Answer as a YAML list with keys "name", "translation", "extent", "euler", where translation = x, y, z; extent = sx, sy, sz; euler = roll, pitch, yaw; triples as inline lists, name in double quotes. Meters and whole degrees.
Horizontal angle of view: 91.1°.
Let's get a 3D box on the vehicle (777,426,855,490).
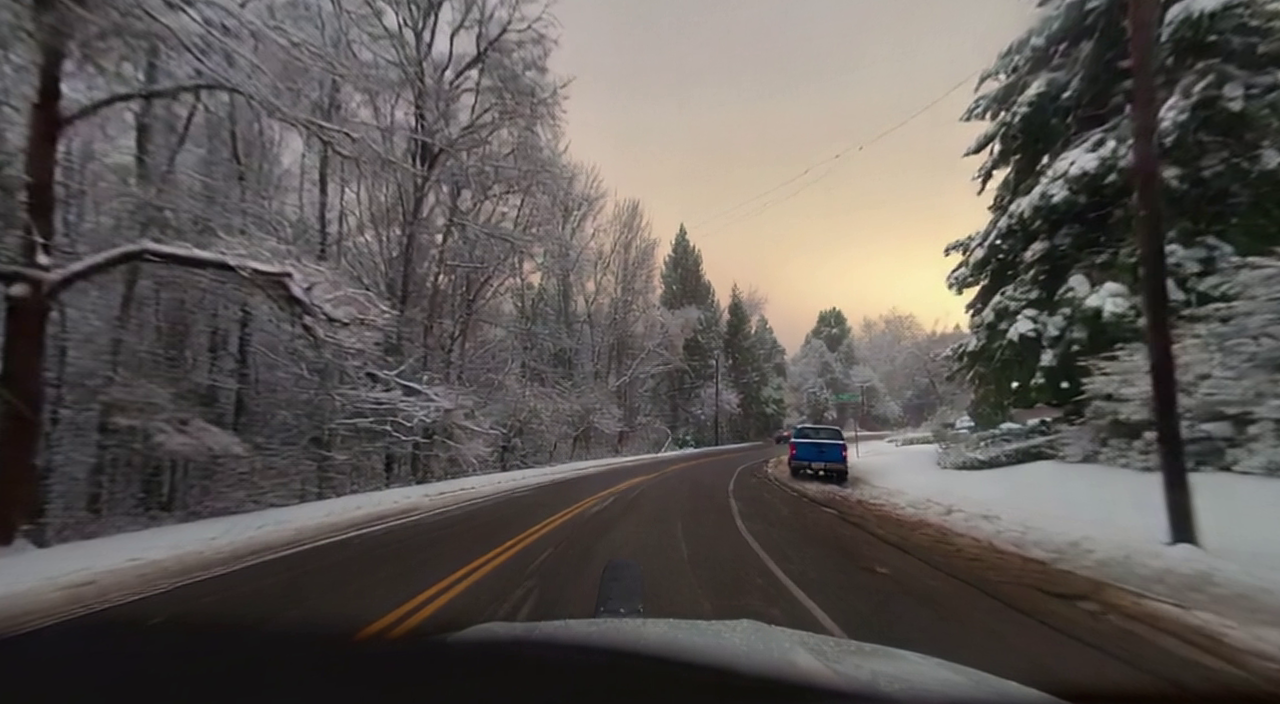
- name: "vehicle"
  translation: [5.579, 3.361, 20.439]
  extent: [1.992, 1.817, 4.467]
  euler: [-1, -8, 10]
